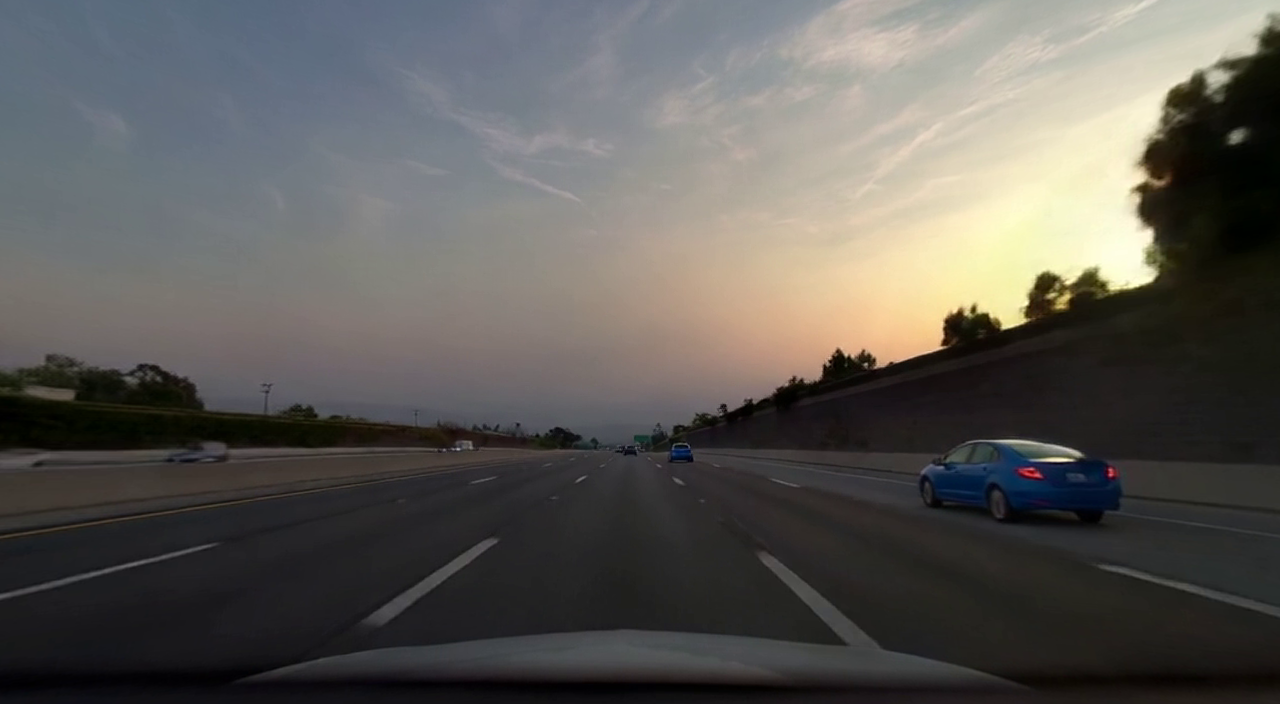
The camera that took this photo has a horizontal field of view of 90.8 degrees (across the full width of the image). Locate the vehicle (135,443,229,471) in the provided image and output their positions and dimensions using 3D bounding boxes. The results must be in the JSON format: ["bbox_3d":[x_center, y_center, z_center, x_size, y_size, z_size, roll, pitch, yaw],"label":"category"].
[{"bbox_3d":[-28.504,6.536,39.580,2.125,1.654,5.097,0,-8,-1],"label":"vehicle"}]

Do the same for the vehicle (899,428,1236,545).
[{"bbox_3d":[6.697,2.154,10.919,2.227,1.522,5.041,0,-8,-1],"label":"vehicle"}]

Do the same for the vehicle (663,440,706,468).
[{"bbox_3d":[2.639,6.218,38.540,2.270,1.615,3.770,0,-8,-1],"label":"vehicle"}]
